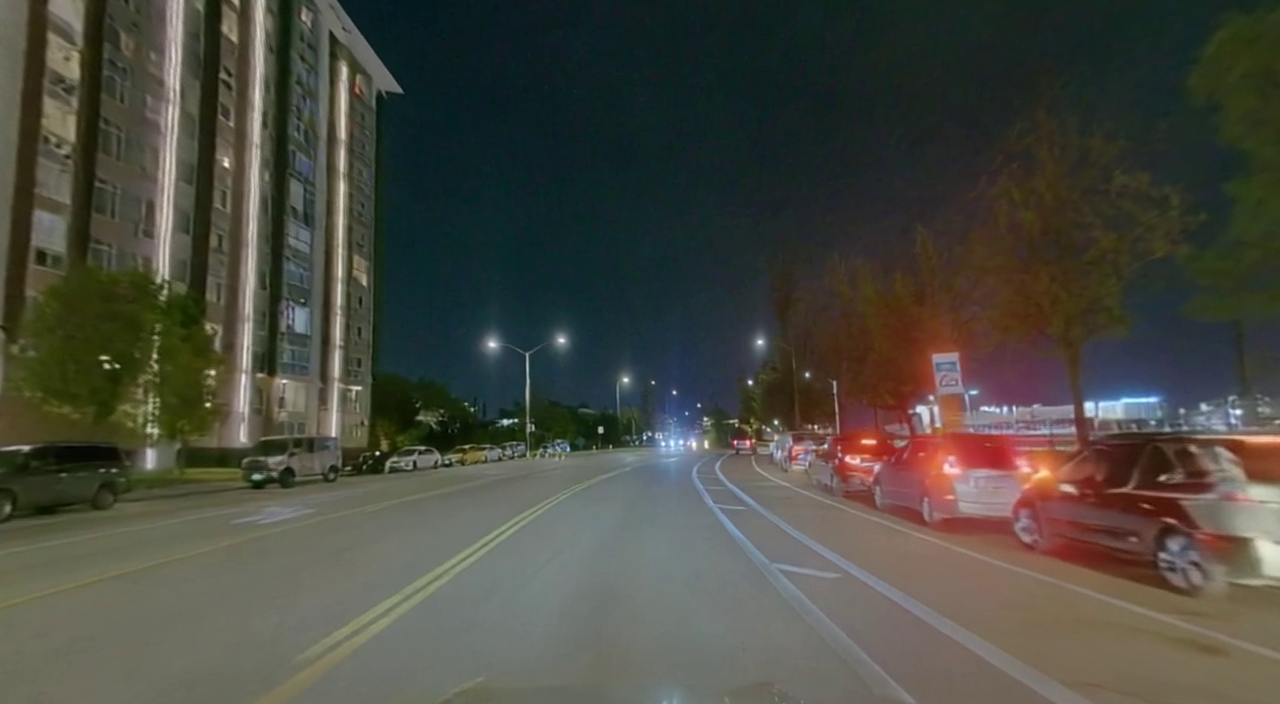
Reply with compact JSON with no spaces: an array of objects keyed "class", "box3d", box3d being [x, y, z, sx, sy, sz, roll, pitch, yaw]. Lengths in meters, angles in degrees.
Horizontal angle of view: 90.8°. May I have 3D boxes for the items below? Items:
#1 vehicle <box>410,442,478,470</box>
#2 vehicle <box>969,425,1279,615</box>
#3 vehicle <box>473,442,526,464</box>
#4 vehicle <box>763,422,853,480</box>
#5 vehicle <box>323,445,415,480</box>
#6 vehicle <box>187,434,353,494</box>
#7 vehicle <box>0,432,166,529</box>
[{"class":"vehicle","box3d":[-11.316,6.021,36.804,1.873,1.467,4.644,-1,-8,9]},{"class":"vehicle","box3d":[5.978,1.664,7.324,1.947,1.487,4.549,0,-8,1]},{"class":"vehicle","box3d":[-9.927,7.138,44.915,1.876,1.465,4.681,-2,-8,12]},{"class":"vehicle","box3d":[6.222,3.749,24.194,2.382,1.938,5.570,-1,-8,5]},{"class":"vehicle","box3d":[-12.368,5.034,29.248,1.829,1.449,4.713,-1,-8,5]},{"class":"vehicle","box3d":[-13.025,3.960,22.879,2.137,1.835,5.833,-1,-8,4]},{"class":"vehicle","box3d":[-13.260,2.736,13.996,2.001,1.836,4.471,0,-8,-1]}]
